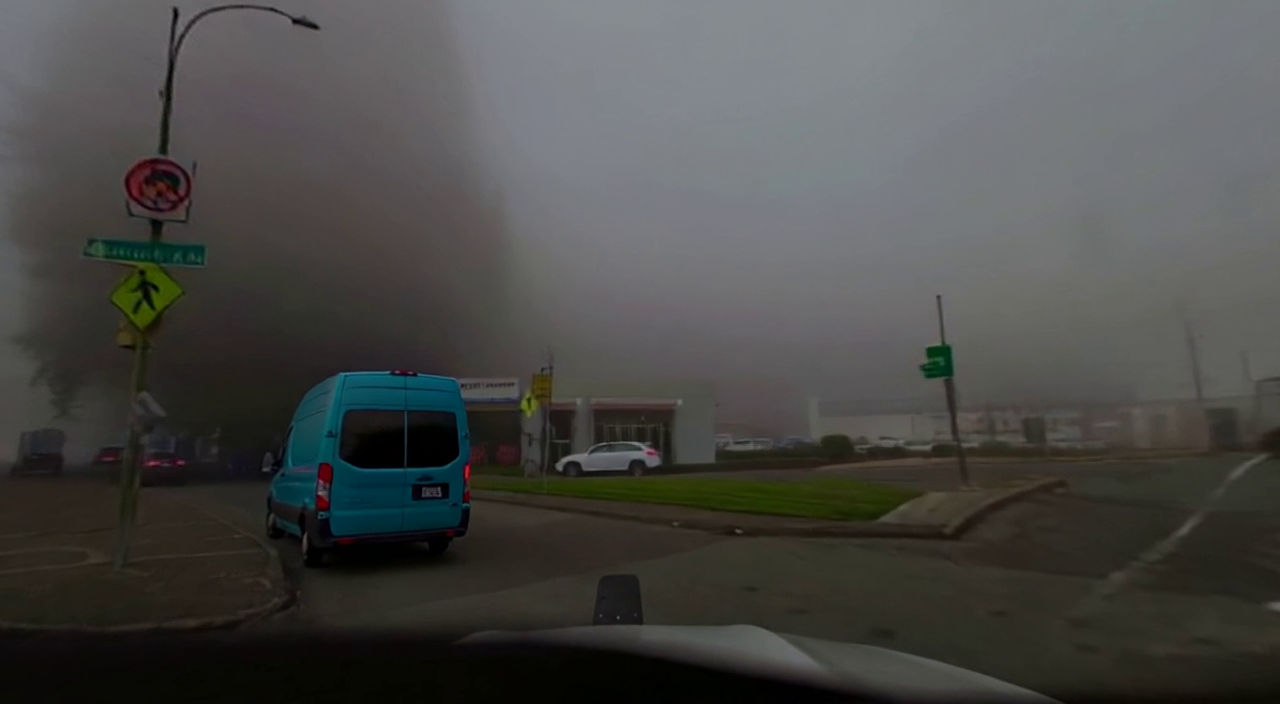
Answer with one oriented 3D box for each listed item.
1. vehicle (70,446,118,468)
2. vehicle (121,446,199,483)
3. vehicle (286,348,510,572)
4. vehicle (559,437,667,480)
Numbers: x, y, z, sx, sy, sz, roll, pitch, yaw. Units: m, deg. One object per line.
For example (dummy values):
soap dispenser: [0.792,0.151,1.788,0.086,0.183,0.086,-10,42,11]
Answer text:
vehicle: [-38.455,7.387,44.101,4.243,1.458,1.839,-8,-12,41]
vehicle: [-21.680,5.021,28.233,4.457,1.533,1.933,-8,-12,42]
vehicle: [-4.320,1.712,10.444,2.432,2.624,5.670,5,-10,-30]
vehicle: [-1.015,4.225,24.988,4.109,1.592,2.008,0,-9,0]
